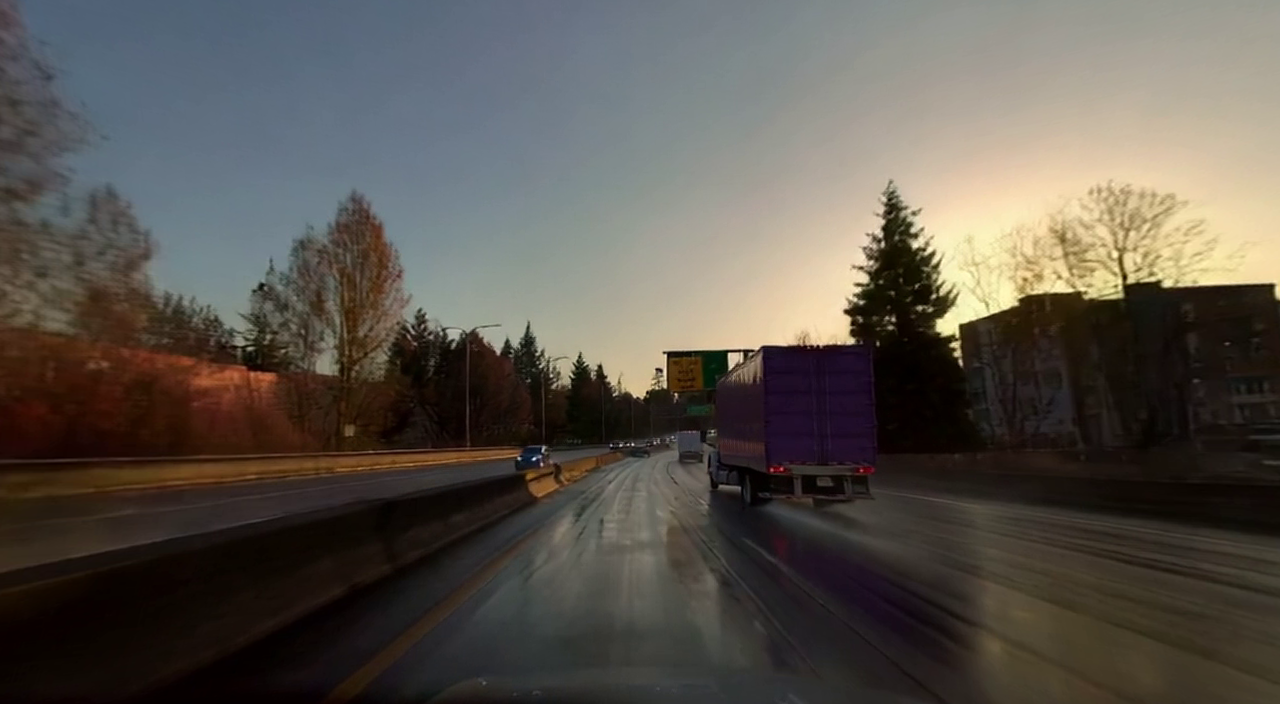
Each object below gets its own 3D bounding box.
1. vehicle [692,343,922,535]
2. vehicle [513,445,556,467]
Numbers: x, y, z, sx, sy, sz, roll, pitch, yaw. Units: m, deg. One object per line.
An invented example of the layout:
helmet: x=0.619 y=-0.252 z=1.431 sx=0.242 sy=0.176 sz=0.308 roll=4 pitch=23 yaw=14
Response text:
vehicle: x=3.700 y=2.687 z=18.952 sx=2.916 sy=3.563 sz=14.462 roll=0 pitch=-9 yaw=0
vehicle: x=-7.749 y=7.699 z=46.495 sx=1.962 sy=1.539 sz=4.572 roll=-1 pitch=-9 yaw=5
